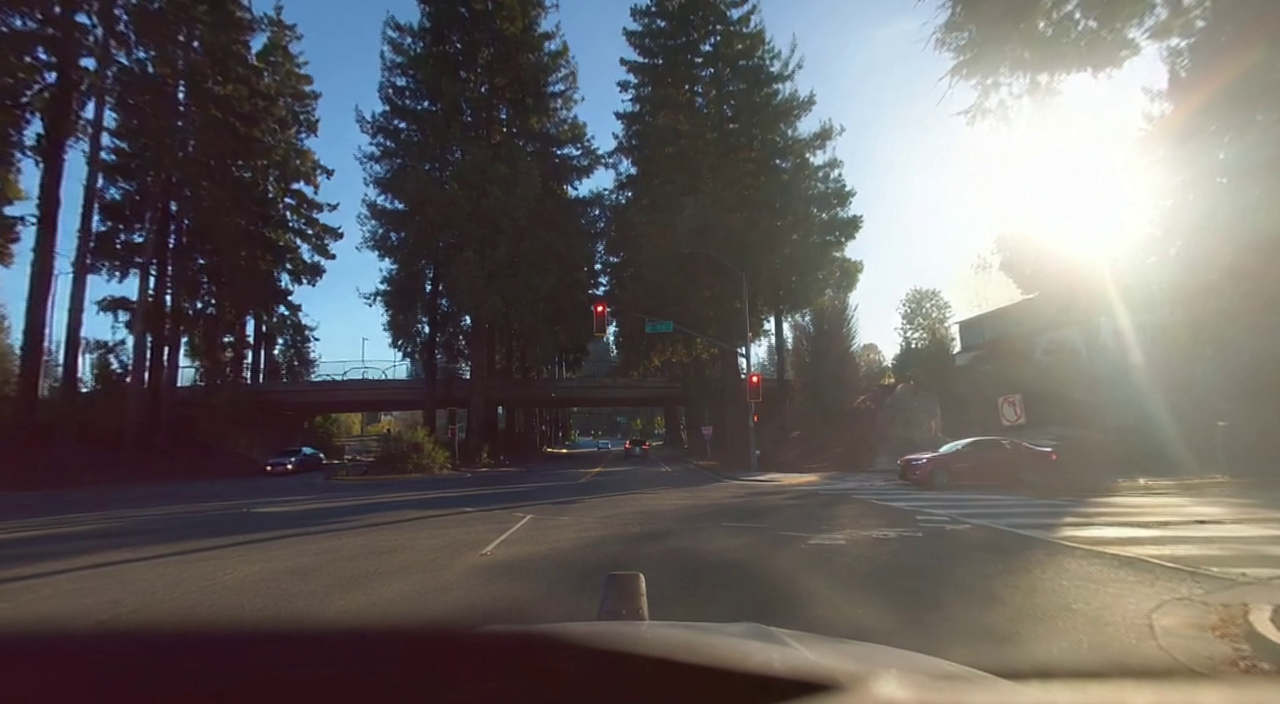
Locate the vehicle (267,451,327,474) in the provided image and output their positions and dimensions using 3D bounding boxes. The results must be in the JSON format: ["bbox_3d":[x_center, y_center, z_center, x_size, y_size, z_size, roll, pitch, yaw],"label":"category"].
[{"bbox_3d":[-24.010,7.725,44.446,1.834,1.482,4.310,0,-9,-1],"label":"vehicle"}]

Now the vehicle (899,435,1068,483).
[{"bbox_3d":[11.359,3.536,21.063,4.691,1.466,1.800,1,-9,-7],"label":"vehicle"}]
